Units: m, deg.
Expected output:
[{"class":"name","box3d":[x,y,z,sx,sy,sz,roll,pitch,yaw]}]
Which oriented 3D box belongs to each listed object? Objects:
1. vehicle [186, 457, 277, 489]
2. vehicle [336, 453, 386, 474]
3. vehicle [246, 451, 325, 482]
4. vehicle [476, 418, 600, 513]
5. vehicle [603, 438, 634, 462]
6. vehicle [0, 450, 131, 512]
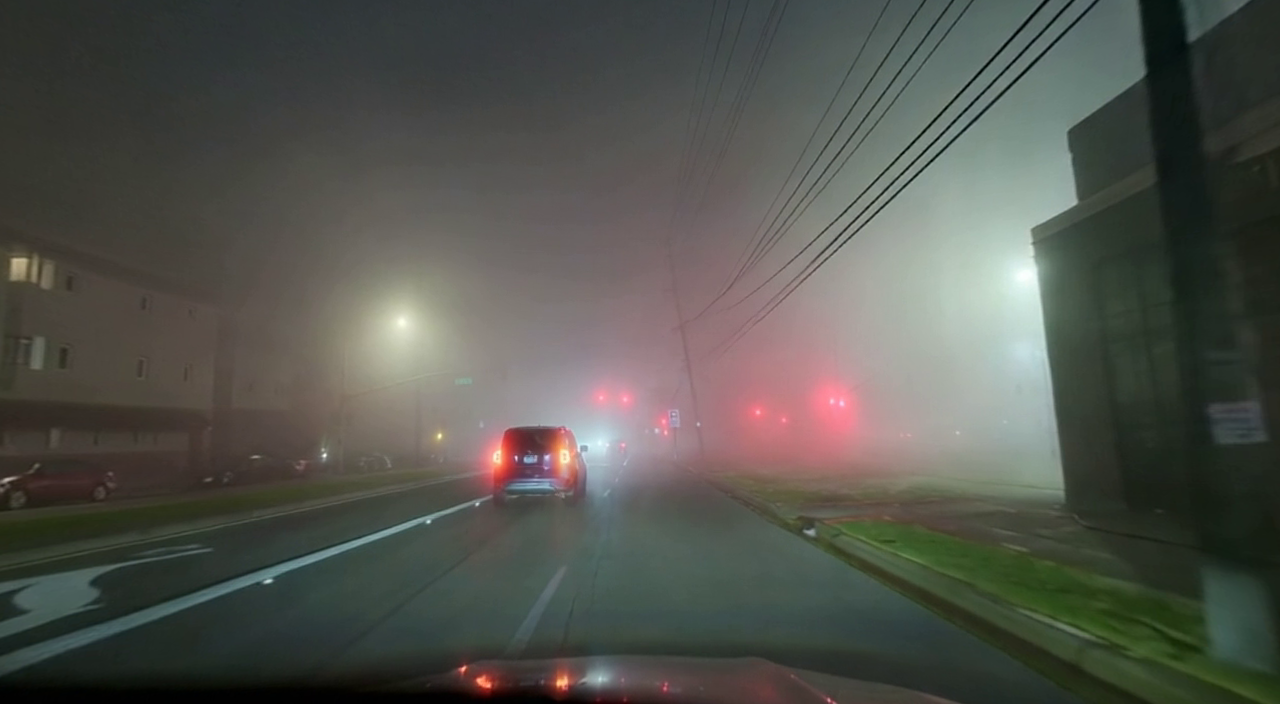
[{"class":"vehicle","box3d":[-20.642,6.118,32.163,1.790,1.415,4.450,0,-9,-2]},{"class":"vehicle","box3d":[-20.766,8.290,47.208,1.826,1.430,4.426,0,-9,-1]},{"class":"vehicle","box3d":[-20.622,6.635,36.952,1.989,1.689,4.388,0,-9,1]},{"class":"vehicle","box3d":[-2.026,2.425,13.847,2.022,1.757,4.041,0,-9,0]},{"class":"vehicle","box3d":[-1.528,7.151,46.058,2.144,1.681,3.855,0,-9,-1]},{"class":"vehicle","box3d":[-20.340,4.267,21.516,2.015,1.815,4.856,0,-9,-2]}]
